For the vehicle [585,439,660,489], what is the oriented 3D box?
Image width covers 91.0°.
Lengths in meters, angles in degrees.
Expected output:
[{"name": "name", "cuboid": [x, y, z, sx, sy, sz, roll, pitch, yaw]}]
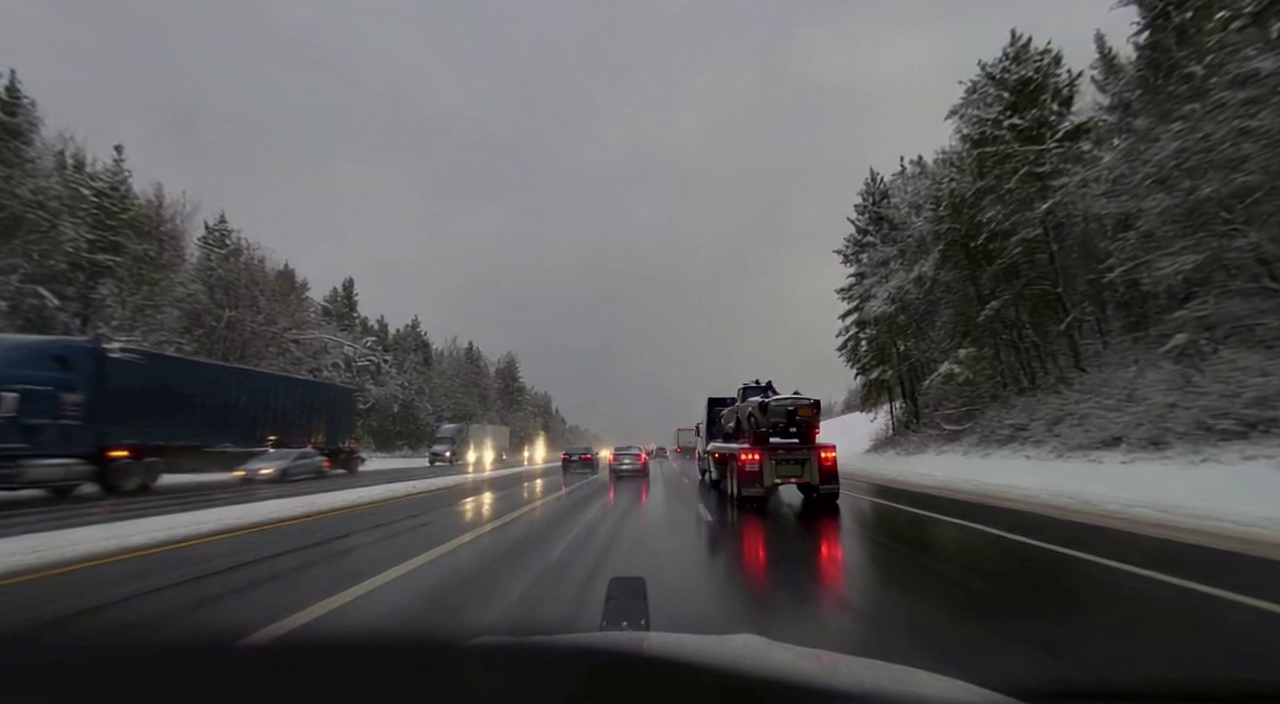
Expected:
[{"name": "vehicle", "cuboid": [-0.468, 3.677, 21.031, 2.152, 1.484, 4.211, -1, -8, 3]}]

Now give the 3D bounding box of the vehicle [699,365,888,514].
[{"name": "vehicle", "cuboid": [3.976, 2.870, 20.405, 3.150, 3.257, 13.098, 0, -8, 1]}]

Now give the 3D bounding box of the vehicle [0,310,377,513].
[{"name": "vehicle", "cuboid": [-14.978, 2.508, 22.157, 3.330, 4.410, 17.004, -1, -8, 3]}]

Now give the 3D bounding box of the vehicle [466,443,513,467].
[{"name": "vehicle", "cuboid": [-10.098, 6.950, 42.498, 1.905, 1.511, 4.095, -1, -8, 4]}]

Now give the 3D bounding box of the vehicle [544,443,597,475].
[{"name": "vehicle", "cuboid": [-3.289, 5.155, 30.515, 1.928, 1.464, 3.706, -1, -8, 3]}]
